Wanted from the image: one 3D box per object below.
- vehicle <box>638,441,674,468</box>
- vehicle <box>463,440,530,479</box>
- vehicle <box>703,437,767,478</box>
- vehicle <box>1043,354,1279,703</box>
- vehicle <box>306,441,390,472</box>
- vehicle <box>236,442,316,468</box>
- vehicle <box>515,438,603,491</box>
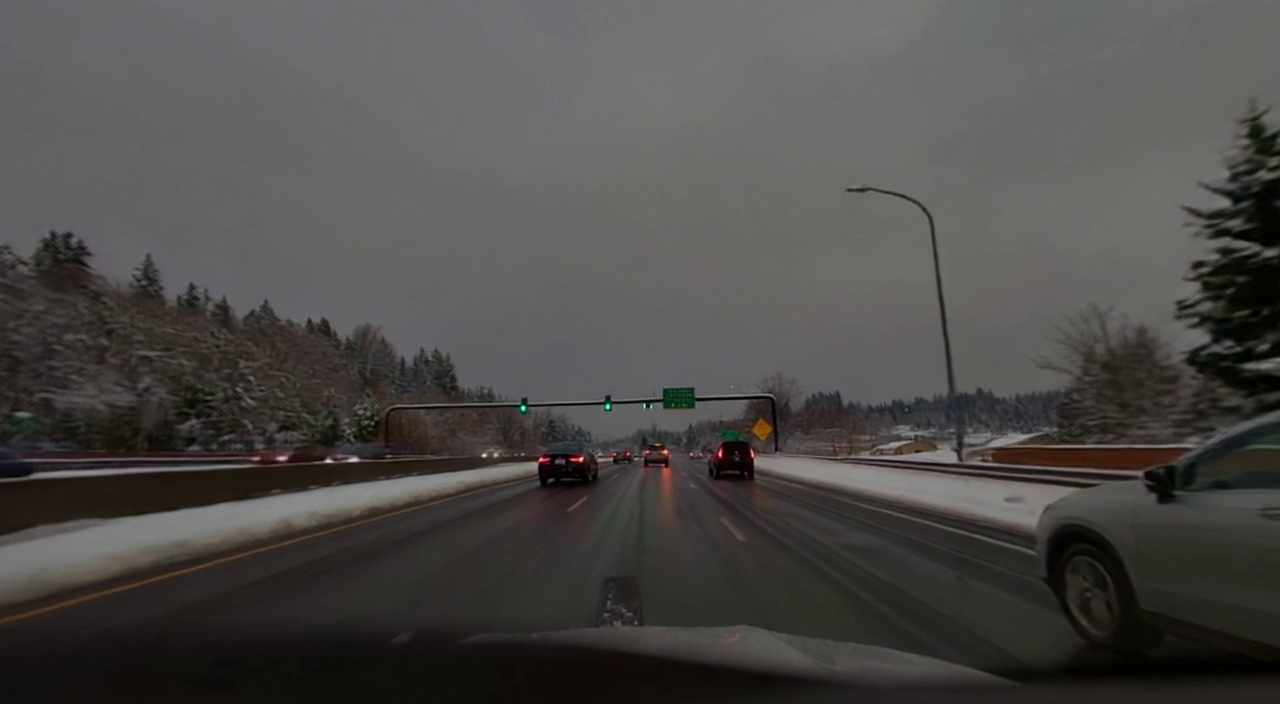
[{"bbox_3d":[1.209,7.221,44.765,2.408,1.748,4.217,0,-8,3],"label":"vehicle"},{"bbox_3d":[-5.889,4.427,26.353,1.835,1.504,3.612,0,-8,2],"label":"vehicle"},{"bbox_3d":[4.245,4.769,28.918,2.320,1.735,4.408,0,-8,1],"label":"vehicle"},{"bbox_3d":[3.814,0.779,2.022,2.029,1.716,4.545,0,-8,0],"label":"vehicle"},{"bbox_3d":[-14.864,5.321,32.479,1.971,1.484,4.666,0,-8,2],"label":"vehicle"},{"bbox_3d":[-21.643,6.127,37.802,1.898,1.451,4.432,0,-8,4],"label":"vehicle"},{"bbox_3d":[-2.516,3.641,20.962,2.130,1.514,4.766,0,-8,2],"label":"vehicle"}]
